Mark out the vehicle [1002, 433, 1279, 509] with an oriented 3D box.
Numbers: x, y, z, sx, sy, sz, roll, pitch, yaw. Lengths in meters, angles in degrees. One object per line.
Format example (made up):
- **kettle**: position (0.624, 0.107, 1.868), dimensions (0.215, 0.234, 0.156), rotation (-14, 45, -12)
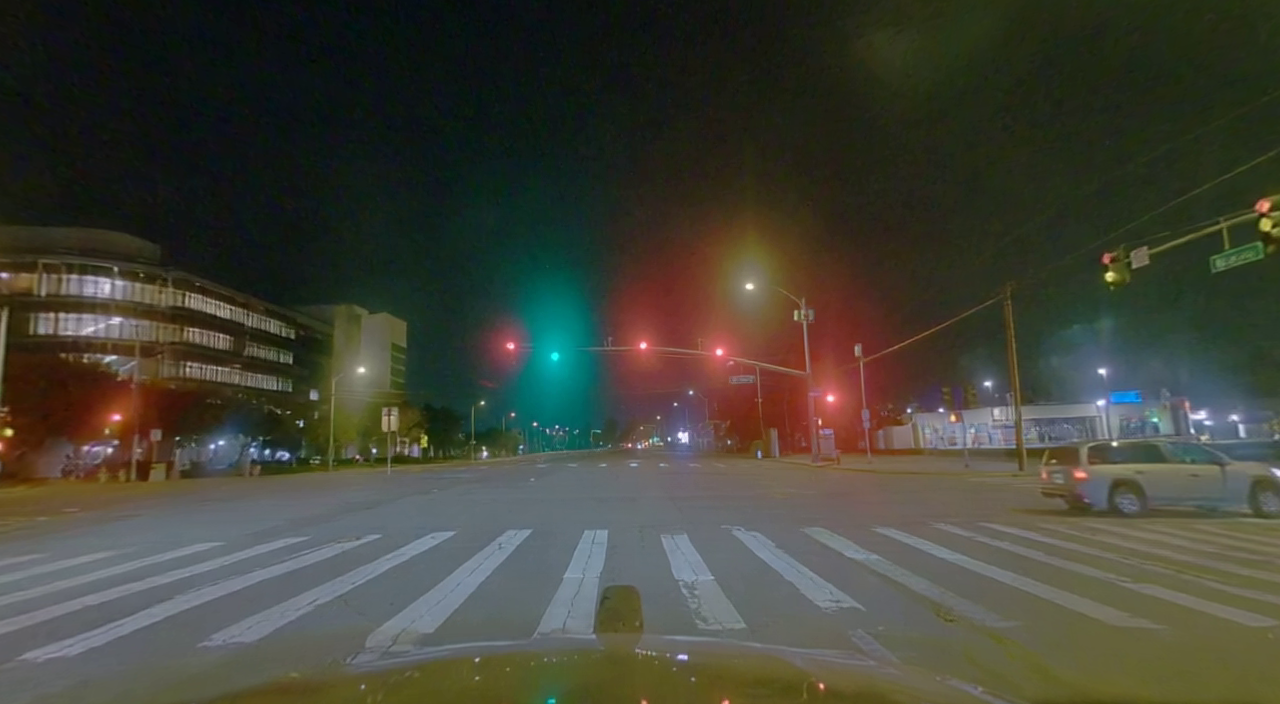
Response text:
- **vehicle**: position (11.383, 2.699, 14.544), dimensions (4.774, 1.562, 1.995), rotation (-2, -9, 10)
